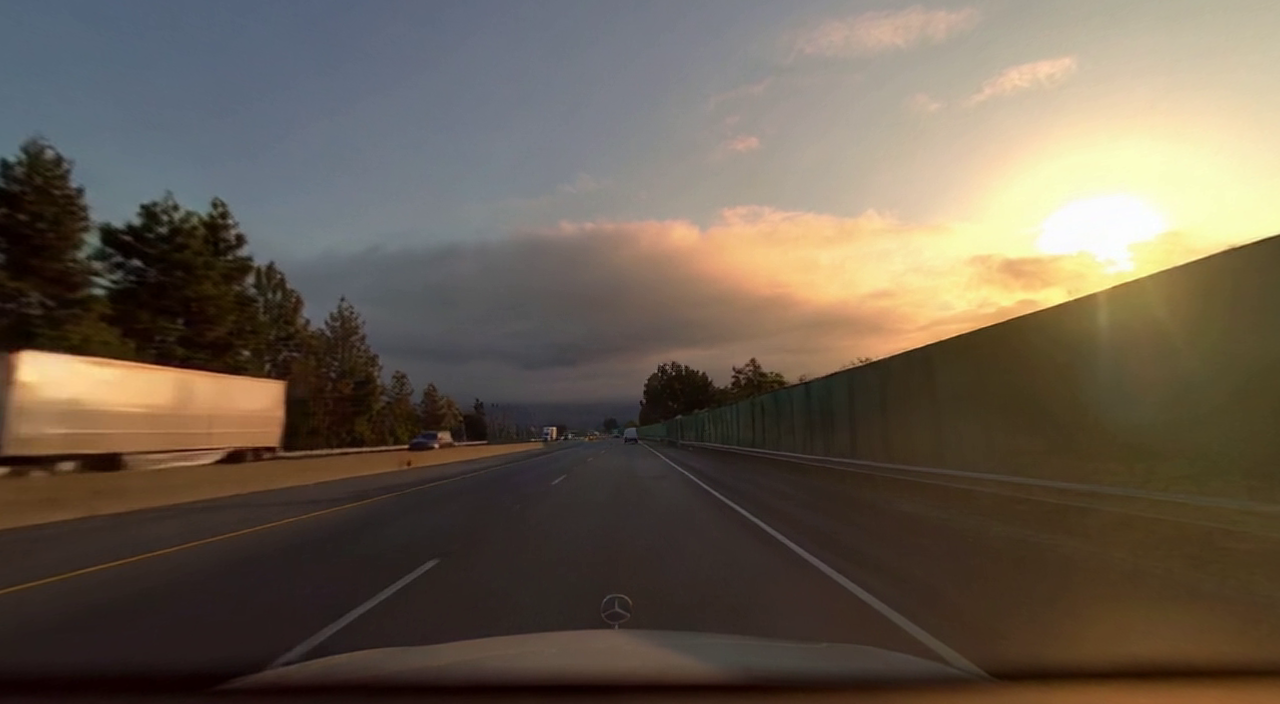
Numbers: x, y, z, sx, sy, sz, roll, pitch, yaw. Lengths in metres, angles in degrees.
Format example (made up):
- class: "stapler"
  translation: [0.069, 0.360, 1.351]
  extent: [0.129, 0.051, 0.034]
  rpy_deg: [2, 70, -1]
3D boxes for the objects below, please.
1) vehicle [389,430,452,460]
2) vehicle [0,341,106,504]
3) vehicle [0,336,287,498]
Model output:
- class: "vehicle"
  translation: [-12.865, 5.446, 37.258]
  extent: [2.069, 1.654, 4.664]
  rpy_deg: [0, -7, -1]
- class: "vehicle"
  translation: [-17.151, 1.719, 15.335]
  extent: [3.002, 3.931, 5.809]
  rpy_deg: [0, -7, -1]
- class: "vehicle"
  translation: [-17.217, 2.331, 21.128]
  extent: [3.002, 3.931, 13.684]
  rpy_deg: [0, -7, -1]
